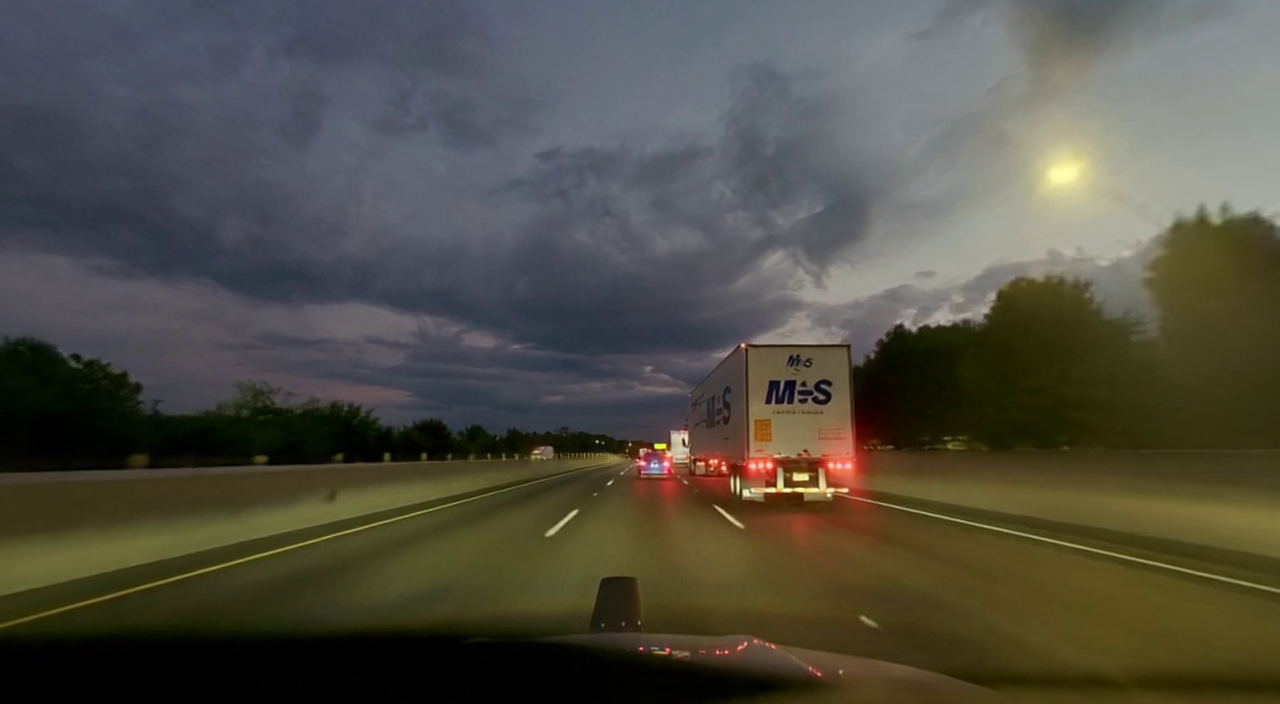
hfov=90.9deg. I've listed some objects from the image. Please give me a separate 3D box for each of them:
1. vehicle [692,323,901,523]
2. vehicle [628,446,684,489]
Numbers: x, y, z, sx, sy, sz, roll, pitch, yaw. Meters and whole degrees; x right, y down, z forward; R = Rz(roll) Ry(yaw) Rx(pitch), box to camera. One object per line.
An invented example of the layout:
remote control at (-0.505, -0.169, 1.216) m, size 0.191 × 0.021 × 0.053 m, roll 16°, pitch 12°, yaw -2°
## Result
vehicle at (3.758, 2.492, 20.022) m, size 3.002 × 4.104 × 14.174 m, roll 0°, pitch -9°, yaw 0°
vehicle at (0.598, 4.722, 26.045) m, size 2.121 × 1.642 × 3.828 m, roll 0°, pitch -9°, yaw 0°
